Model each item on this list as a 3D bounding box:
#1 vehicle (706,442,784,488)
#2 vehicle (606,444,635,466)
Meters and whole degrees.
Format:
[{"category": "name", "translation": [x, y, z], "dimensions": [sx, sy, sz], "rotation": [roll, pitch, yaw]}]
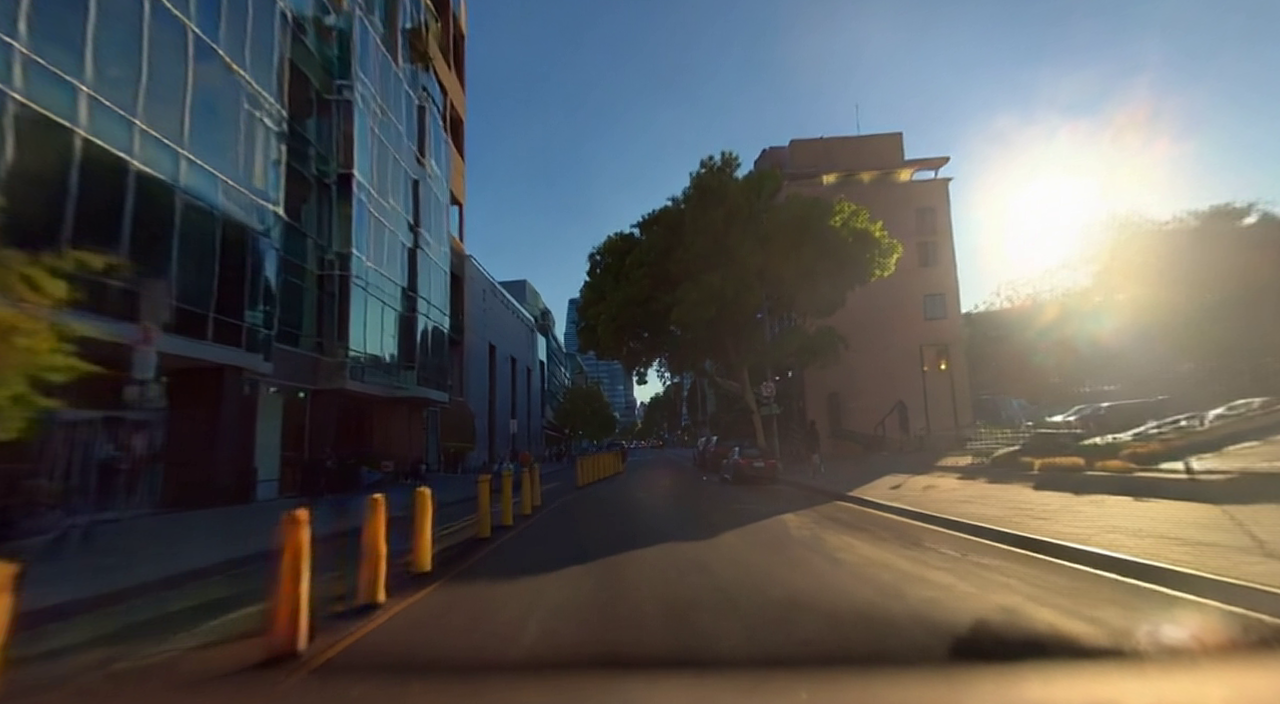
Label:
[{"category": "vehicle", "translation": [3.684, 4.042, 22.928], "dimensions": [2.020, 1.448, 4.220], "rotation": [-1, -8, -1]}, {"category": "vehicle", "translation": [-1.407, 7.505, 46.323], "dimensions": [2.035, 1.506, 4.075], "rotation": [-1, -9, -1]}]
